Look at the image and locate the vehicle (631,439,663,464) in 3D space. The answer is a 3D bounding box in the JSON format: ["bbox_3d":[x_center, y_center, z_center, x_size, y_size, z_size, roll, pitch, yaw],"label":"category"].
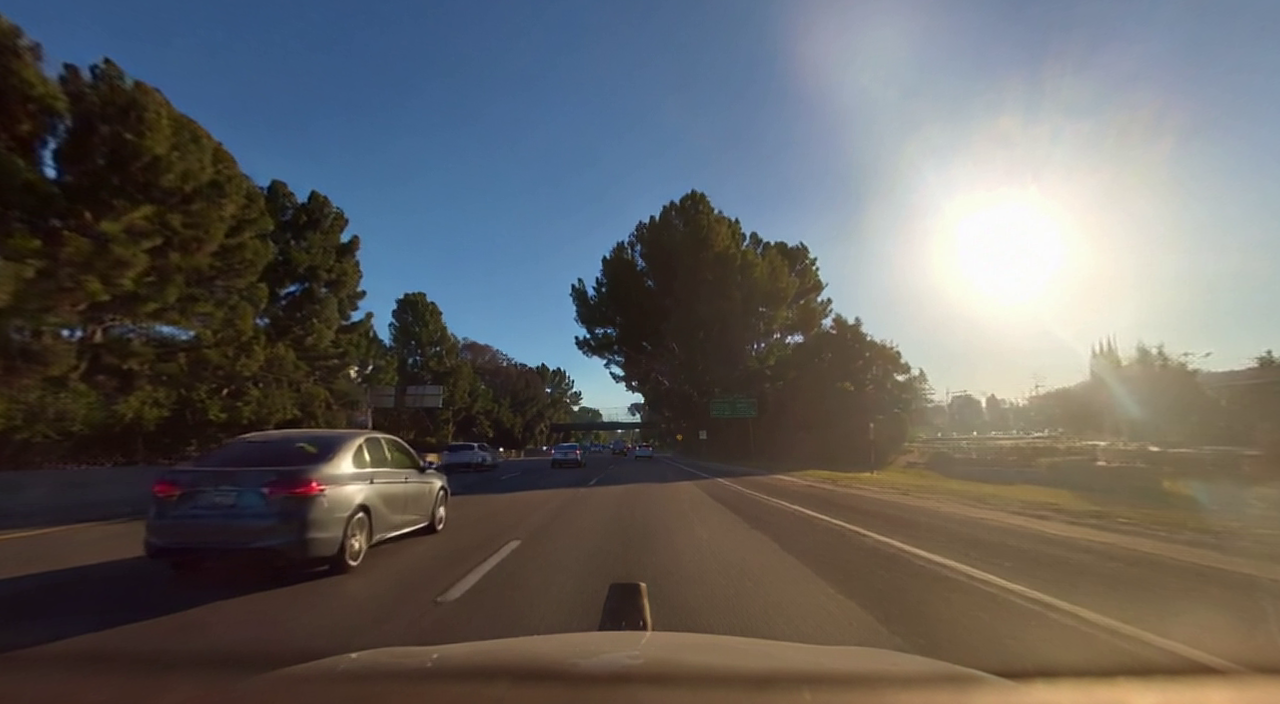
[{"bbox_3d":[0.478,7.472,47.368,2.285,1.797,4.478,0,-8,0],"label":"vehicle"}]

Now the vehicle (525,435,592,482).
[{"bbox_3d":[-3.146,4.201,25.069,2.056,1.679,4.204,0,-8,1],"label":"vehicle"}]

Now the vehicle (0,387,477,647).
[{"bbox_3d":[-3.488,1.444,6.696,2.040,1.672,5.122,0,-8,1],"label":"vehicle"}]
